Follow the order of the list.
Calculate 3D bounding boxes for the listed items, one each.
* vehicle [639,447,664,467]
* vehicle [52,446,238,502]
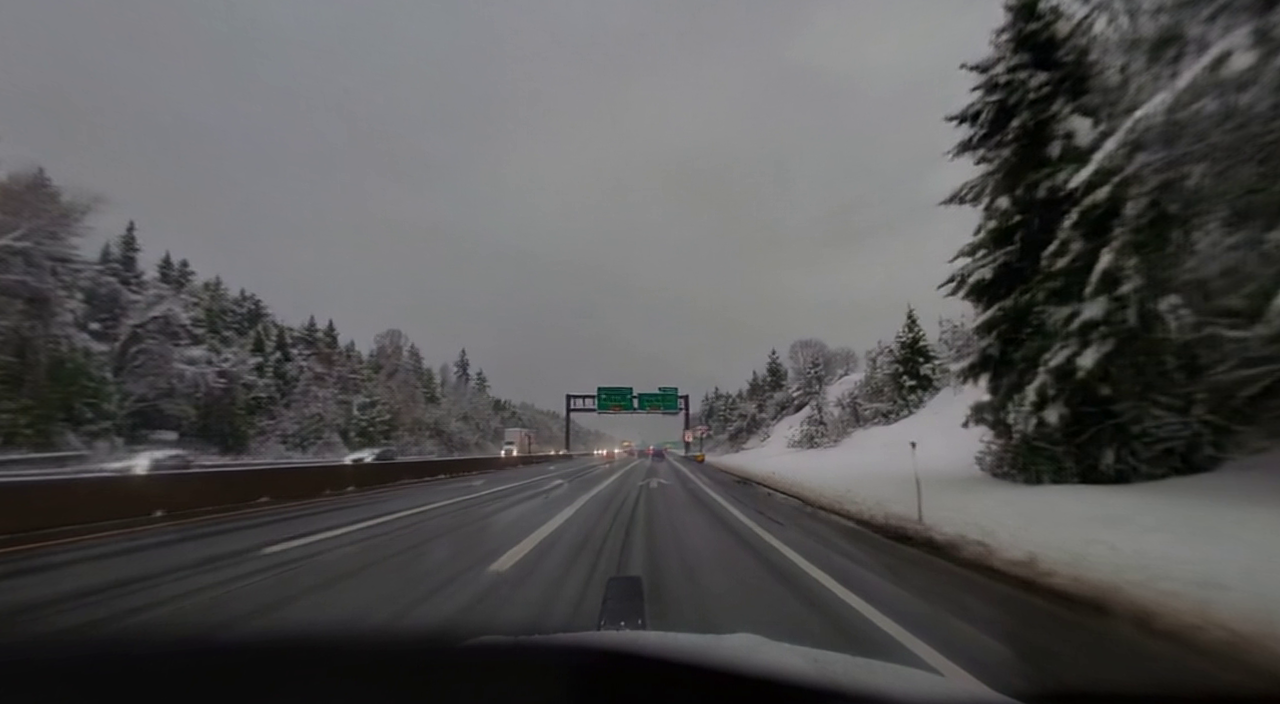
[{"bbox_3d":[0.865,7.963,47.962,1.807,1.427,3.645,0,-9,1],"label":"vehicle"},{"bbox_3d":[-14.462,3.571,18.815,1.908,1.447,4.337,0,-9,2],"label":"vehicle"}]
